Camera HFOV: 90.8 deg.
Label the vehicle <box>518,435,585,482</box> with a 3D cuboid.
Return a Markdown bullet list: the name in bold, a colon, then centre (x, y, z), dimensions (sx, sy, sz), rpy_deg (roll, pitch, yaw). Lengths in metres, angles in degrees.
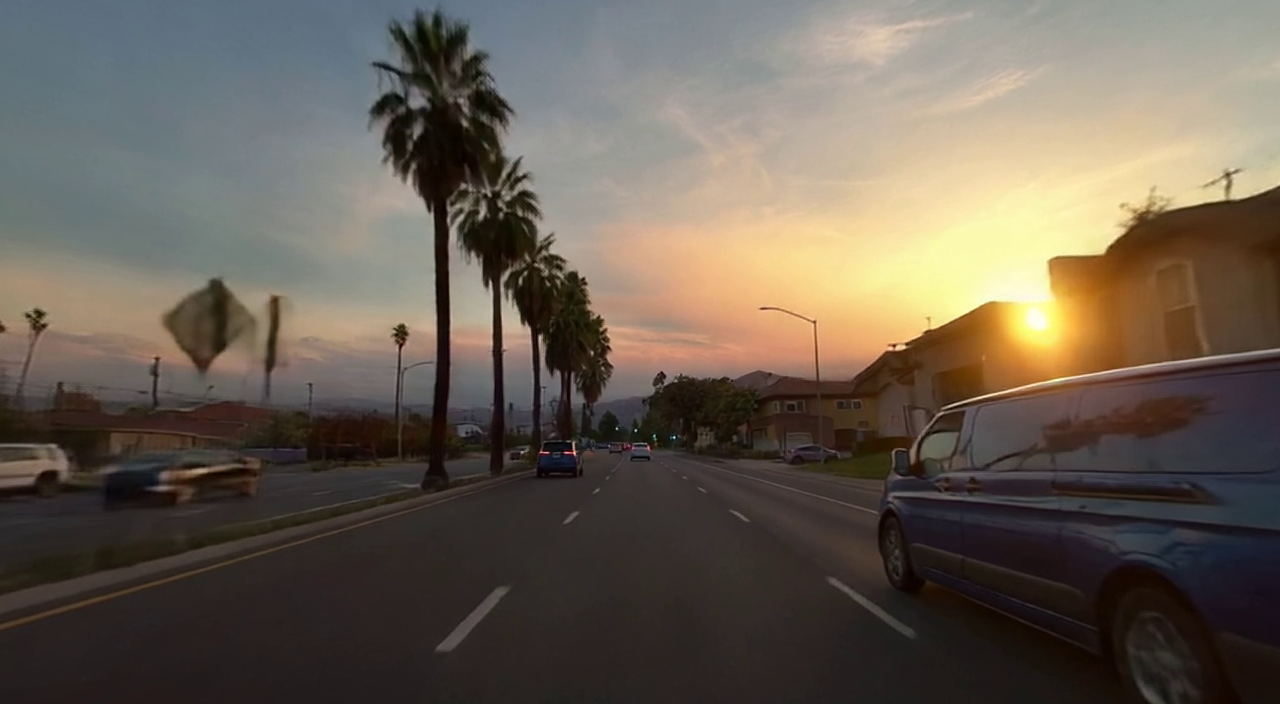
- **vehicle**: centre (-3.388, 4.168, 24.992), dimensions (1.967, 1.703, 4.157), rpy_deg (0, -9, 1)

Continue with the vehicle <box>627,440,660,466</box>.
- **vehicle**: centre (0.220, 7.172, 45.088), dimensions (2.191, 1.761, 3.857), rpy_deg (0, -9, 0)

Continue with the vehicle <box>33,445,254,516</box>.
- **vehicle**: centre (-11.662, 3.000, 15.333), dimensions (1.857, 1.473, 4.298), rpy_deg (0, -9, 0)

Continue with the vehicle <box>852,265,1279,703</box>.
- **vehicle**: centre (3.312, 0.941, 3.991), dimensions (2.234, 1.912, 4.847), rpy_deg (0, -9, 0)

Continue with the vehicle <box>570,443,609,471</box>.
- **vehicle**: centre (-2.791, 5.935, 35.977), dimensions (1.869, 1.454, 4.142), rpy_deg (0, -9, 0)
